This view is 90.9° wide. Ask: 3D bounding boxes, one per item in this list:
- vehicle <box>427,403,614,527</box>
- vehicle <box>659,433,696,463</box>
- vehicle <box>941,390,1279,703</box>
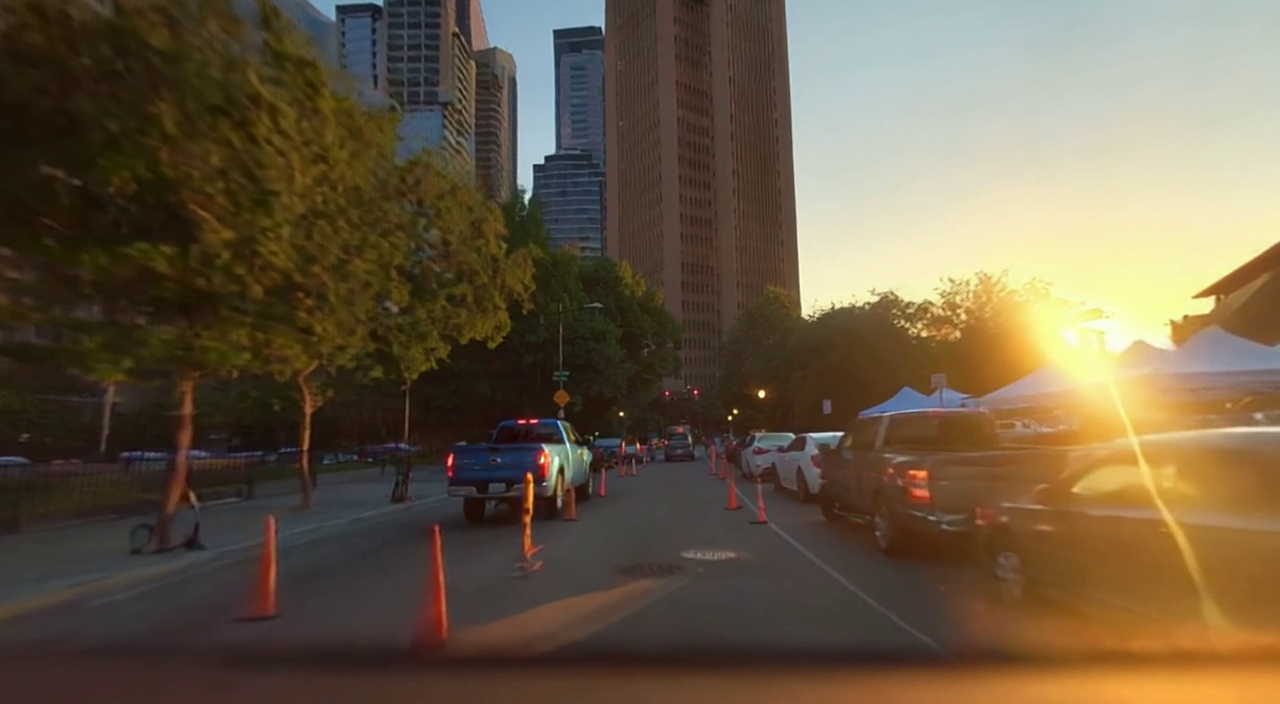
[{"bbox_3d":[-2.032,2.215,12.939,2.452,1.954,5.653,-1,-8,3],"label":"vehicle"},{"bbox_3d":[2.410,6.177,40.737,2.183,1.784,4.317,-1,-8,3],"label":"vehicle"},{"bbox_3d":[3.740,0.968,3.030,2.212,1.493,4.795,0,-8,0],"label":"vehicle"}]
